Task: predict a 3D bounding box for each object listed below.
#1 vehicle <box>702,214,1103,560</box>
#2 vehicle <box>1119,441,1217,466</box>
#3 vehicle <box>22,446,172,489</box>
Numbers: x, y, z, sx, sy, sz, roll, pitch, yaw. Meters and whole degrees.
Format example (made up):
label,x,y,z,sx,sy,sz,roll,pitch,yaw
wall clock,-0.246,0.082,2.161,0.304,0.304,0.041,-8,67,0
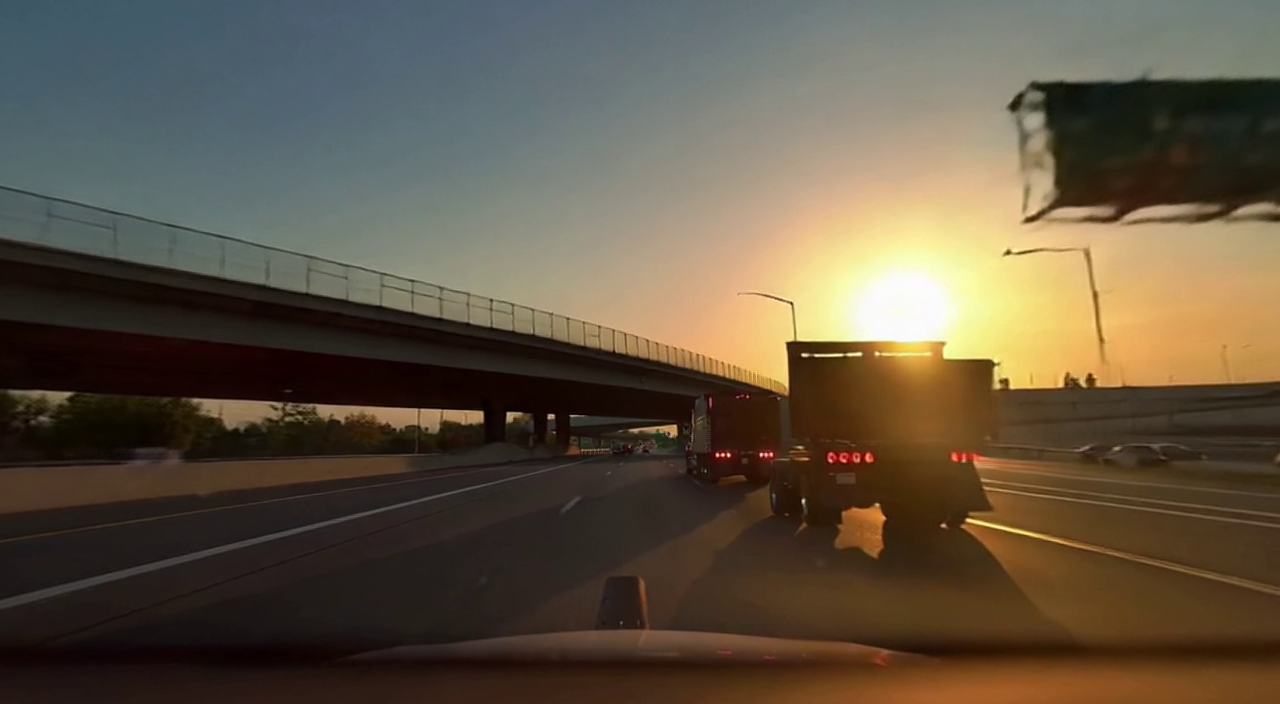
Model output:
label,x,y,z,sx,sy,sz,roll,pitch,yaw
vehicle,3.842,1.520,15.479,2.949,4.149,16.046,0,-9,0
vehicle,37.803,7.246,45.151,4.941,1.744,2.132,-1,-9,3
vehicle,-22.609,4.796,26.564,1.983,1.655,4.774,0,-9,1
